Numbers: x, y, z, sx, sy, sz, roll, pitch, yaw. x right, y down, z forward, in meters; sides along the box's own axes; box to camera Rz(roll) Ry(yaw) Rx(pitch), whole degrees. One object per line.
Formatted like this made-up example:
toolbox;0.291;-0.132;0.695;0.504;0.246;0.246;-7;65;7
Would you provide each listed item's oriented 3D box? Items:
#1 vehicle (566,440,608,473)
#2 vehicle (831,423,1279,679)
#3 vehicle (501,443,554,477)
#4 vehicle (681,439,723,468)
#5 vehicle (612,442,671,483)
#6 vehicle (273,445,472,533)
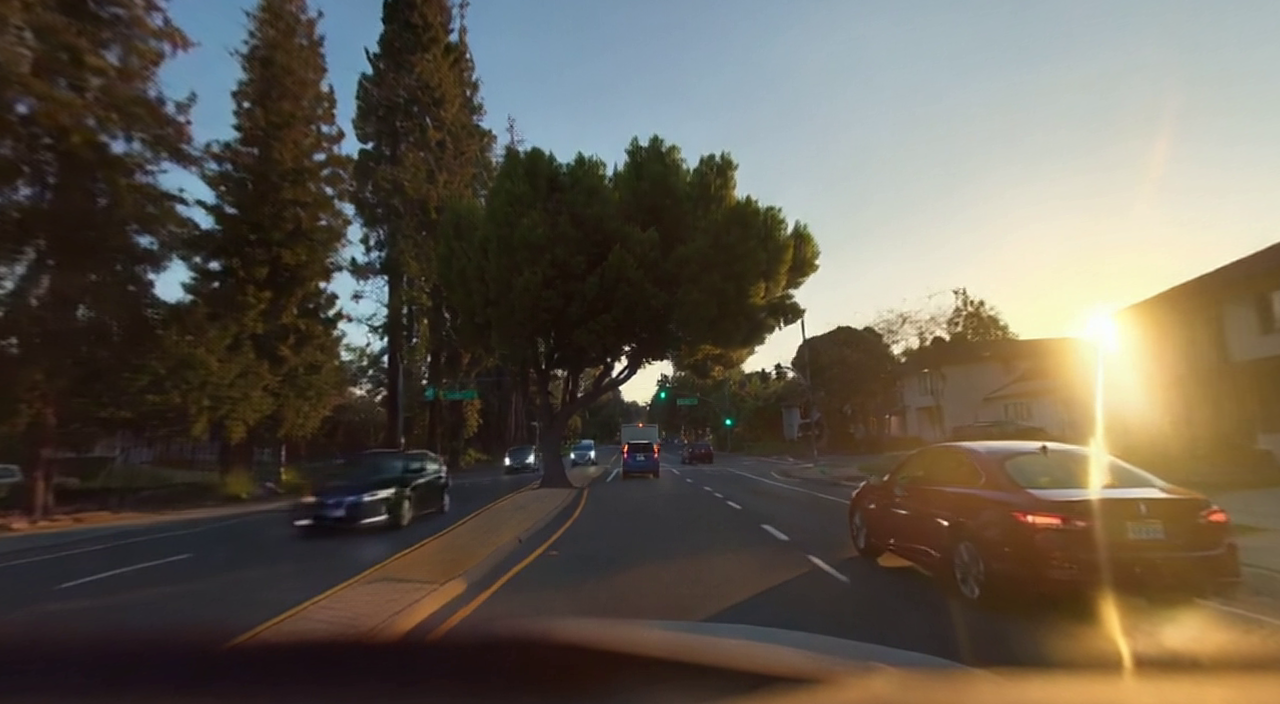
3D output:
vehicle;-2.994;6.019;36.611;2.083;1.741;5.530;0;-9;-1
vehicle;3.474;1.472;5.886;1.973;1.447;4.402;0;-8;0
vehicle;-6.362;6.164;36.323;2.146;1.768;4.664;0;-9;0
vehicle;4.112;6.813;42.602;2.187;1.847;4.553;0;-9;-2
vehicle;0.045;4.312;24.946;2.114;1.483;4.207;0;-9;0
vehicle;-5.316;2.761;13.503;2.193;1.502;4.913;0;-9;-1
